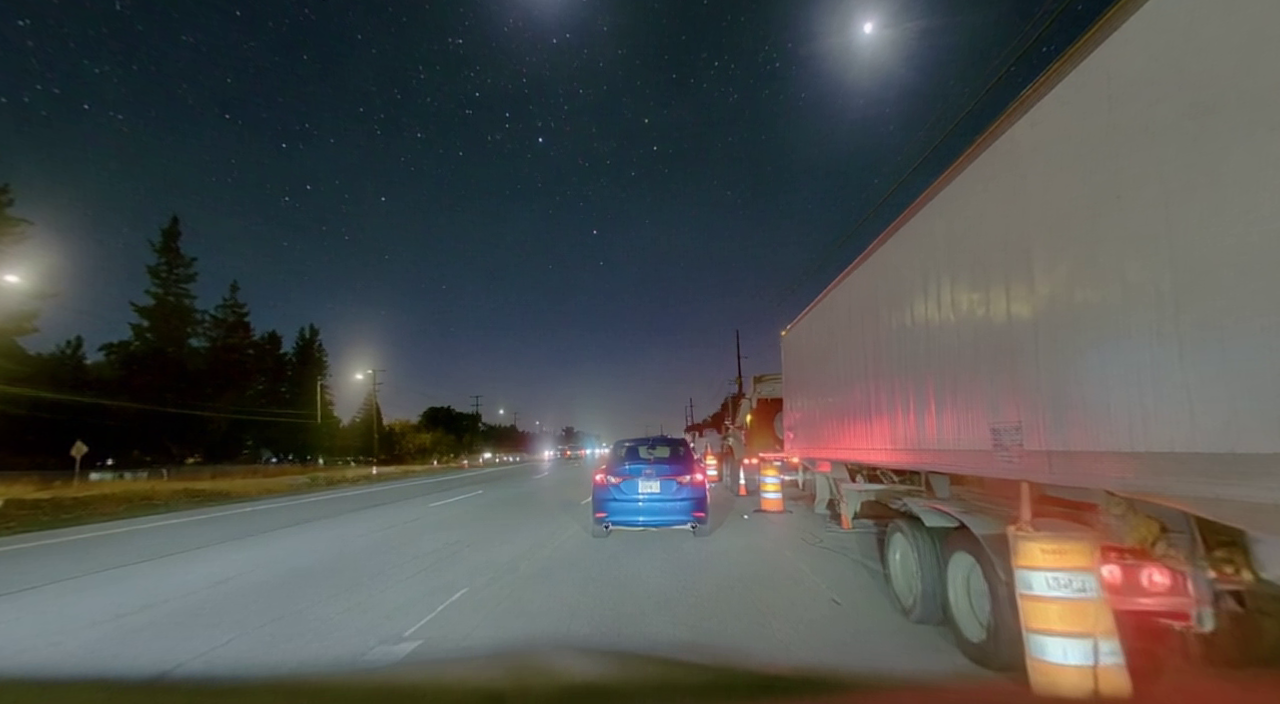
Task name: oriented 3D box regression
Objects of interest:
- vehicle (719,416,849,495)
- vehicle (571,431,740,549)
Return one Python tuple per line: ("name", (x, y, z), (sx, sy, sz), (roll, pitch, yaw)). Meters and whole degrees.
("vehicle", (4.104, 3.141, 19.437), (2.555, 2.017, 6.201), (0, -8, 0))
("vehicle", (0.201, 2.059, 10.142), (2.128, 1.473, 4.272), (0, -8, 0))
